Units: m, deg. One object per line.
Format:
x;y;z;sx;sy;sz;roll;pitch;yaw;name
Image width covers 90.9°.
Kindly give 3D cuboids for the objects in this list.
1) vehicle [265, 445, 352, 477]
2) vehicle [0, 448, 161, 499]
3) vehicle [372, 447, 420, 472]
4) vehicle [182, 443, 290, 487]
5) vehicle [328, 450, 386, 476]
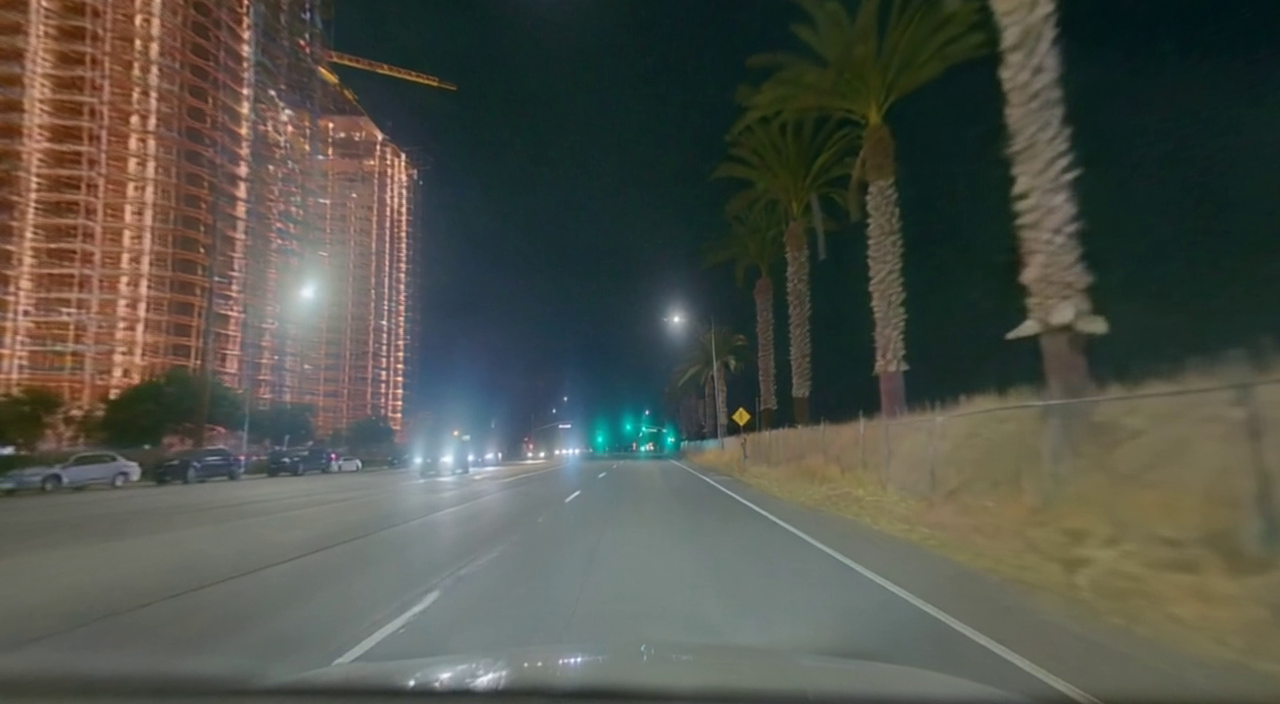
-19.426;6.389;37.247;2.378;1.783;4.912;0;-8;0;vehicle
-21.340;4.496;23.826;2.050;1.686;4.593;-4;-9;25;vehicle
-19.117;8.401;49.590;1.985;1.625;4.749;-2;-7;0;vehicle
-19.457;5.421;30.678;2.105;1.805;4.641;-3;-8;2;vehicle
-19.148;7.530;42.927;1.836;1.418;4.956;-2;-7;-2;vehicle
